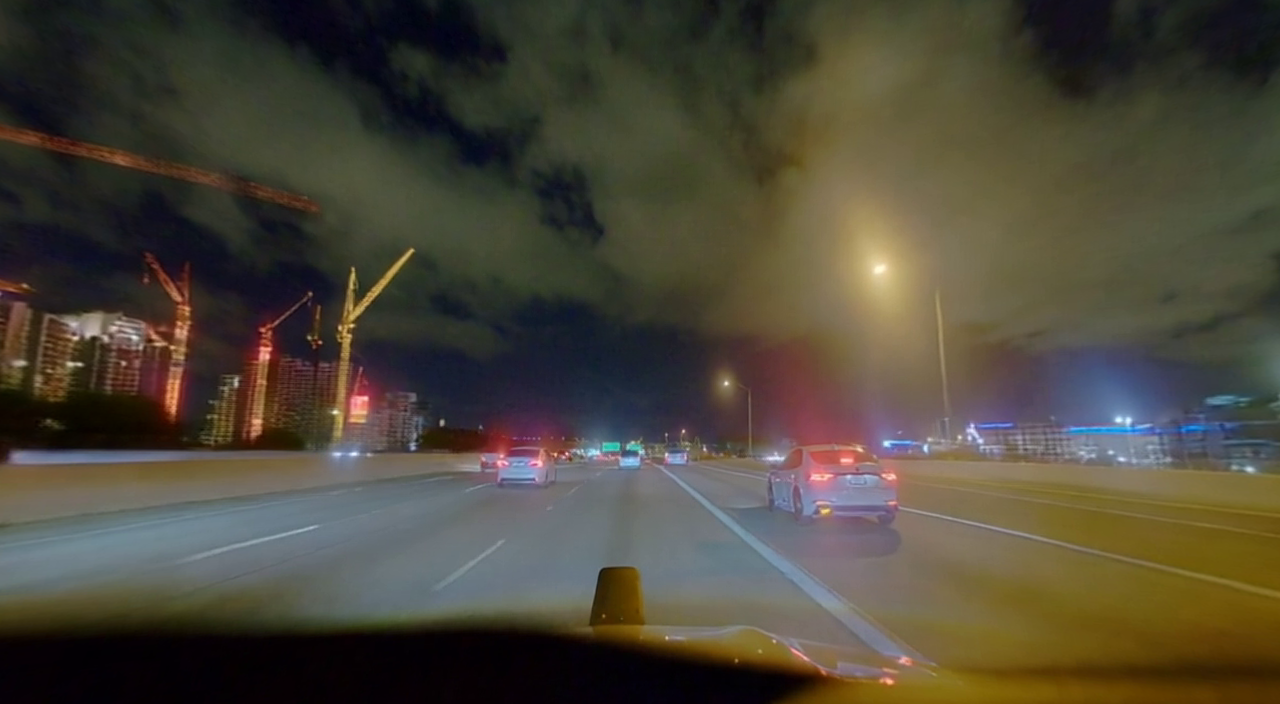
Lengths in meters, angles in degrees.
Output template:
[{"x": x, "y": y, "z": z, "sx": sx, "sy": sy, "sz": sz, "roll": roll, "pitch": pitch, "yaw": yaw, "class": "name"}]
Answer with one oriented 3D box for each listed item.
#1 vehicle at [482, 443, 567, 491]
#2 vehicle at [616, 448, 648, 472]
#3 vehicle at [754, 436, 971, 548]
[{"x": -3.955, "y": 4.019, "z": 22.491, "sx": 2.136, "sy": 1.512, "sz": 4.488, "roll": 0, "pitch": -8, "yaw": 1, "class": "vehicle"}, {"x": -0.531, "y": 7.258, "z": 42.686, "sx": 2.019, "sy": 1.472, "sz": 3.971, "roll": 0, "pitch": -8, "yaw": -1, "class": "vehicle"}, {"x": 3.408, "y": 2.221, "z": 10.792, "sx": 1.995, "sy": 1.486, "sz": 4.463, "roll": 0, "pitch": -8, "yaw": -1, "class": "vehicle"}]
